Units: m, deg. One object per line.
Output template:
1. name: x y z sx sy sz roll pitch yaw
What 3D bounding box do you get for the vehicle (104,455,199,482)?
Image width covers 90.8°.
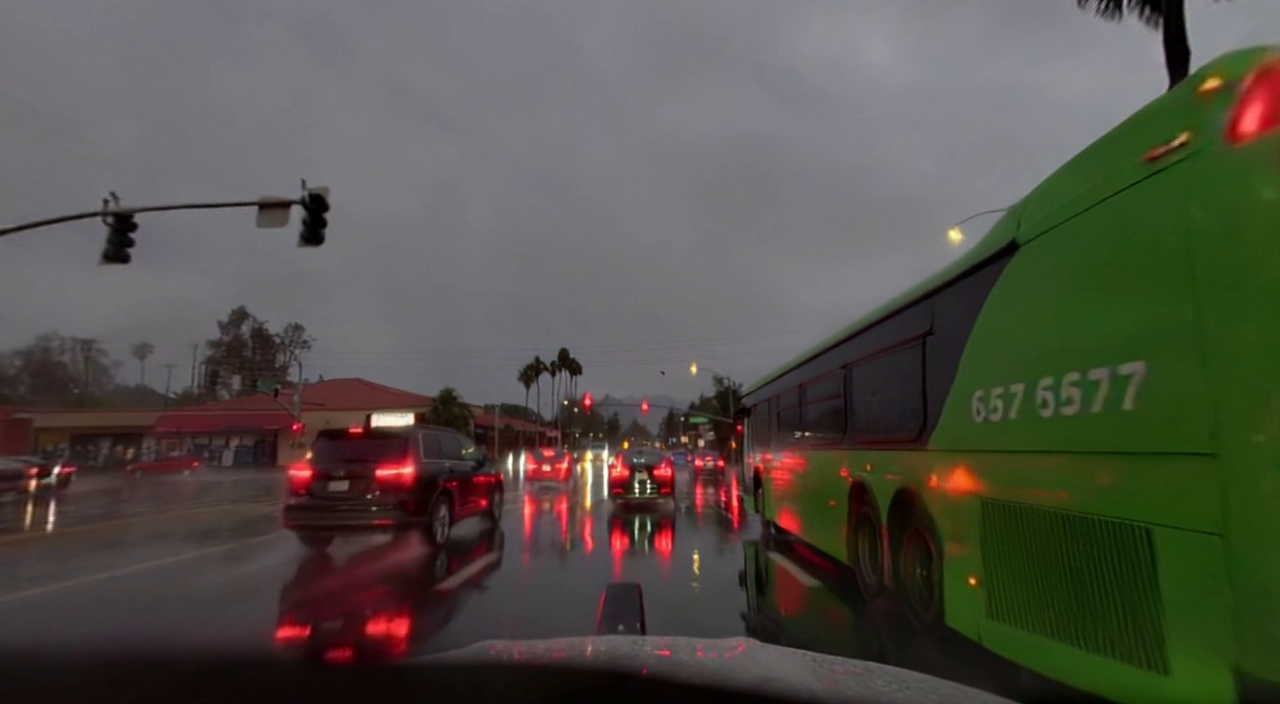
1. vehicle: -34.737 8.297 45.043 4.872 1.622 2.022 -1 -8 -7

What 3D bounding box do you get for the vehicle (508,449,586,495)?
1. vehicle: -3.061 4.050 21.716 1.919 1.415 4.178 -1 -9 2

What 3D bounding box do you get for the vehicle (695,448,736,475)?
1. vehicle: 4.496 6.555 37.990 1.989 1.467 4.364 0 -9 1

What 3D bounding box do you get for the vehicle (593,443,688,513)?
1. vehicle: 0.034 3.025 15.636 2.060 1.499 3.831 0 -9 1

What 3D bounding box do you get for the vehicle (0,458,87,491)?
1. vehicle: -36.738 7.304 37.854 4.855 1.812 2.153 1 -9 -6

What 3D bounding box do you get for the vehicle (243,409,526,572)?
1. vehicle: -3.353 1.945 9.709 2.145 1.824 4.974 0 -9 2

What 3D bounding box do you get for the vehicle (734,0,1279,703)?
1. vehicle: 3.758 0.511 8.127 3.068 4.026 13.534 0 -9 0
